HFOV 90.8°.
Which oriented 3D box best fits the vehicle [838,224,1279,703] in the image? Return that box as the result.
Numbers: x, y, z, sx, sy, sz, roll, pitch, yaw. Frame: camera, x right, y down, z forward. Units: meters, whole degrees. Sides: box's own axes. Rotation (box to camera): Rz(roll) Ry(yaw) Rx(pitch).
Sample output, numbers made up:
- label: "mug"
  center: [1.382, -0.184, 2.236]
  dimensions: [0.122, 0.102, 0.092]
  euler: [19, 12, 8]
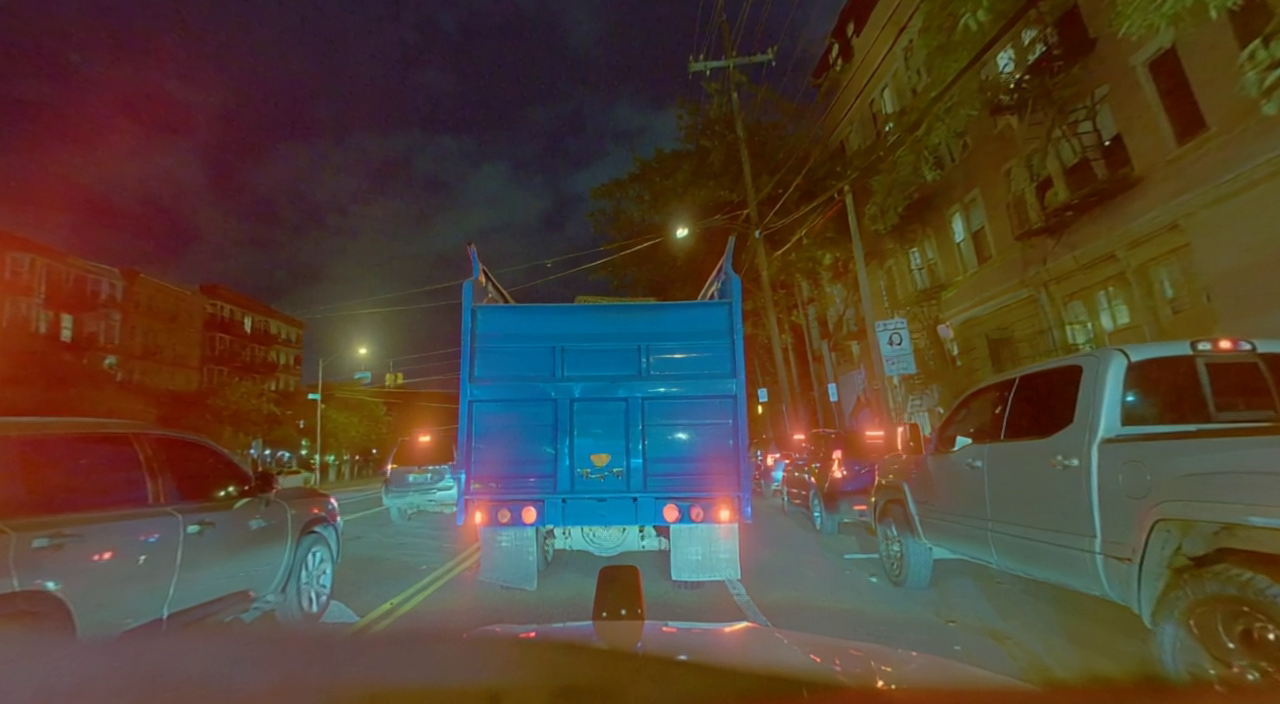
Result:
- label: "vehicle"
  center: [3.237, 0.846, 3.846]
  dimensions: [2.242, 1.979, 5.722]
  euler: [0, -8, 1]

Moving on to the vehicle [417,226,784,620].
- label: "vehicle"
  center: [-0.236, 1.116, 9.268]
  dimensions: [2.878, 3.204, 8.244]
  euler: [0, -8, 1]

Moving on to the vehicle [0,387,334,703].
- label: "vehicle"
  center: [-4.119, 1.157, 4.083]
  dimensions: [1.988, 1.657, 4.492]
  euler: [0, -8, 0]
